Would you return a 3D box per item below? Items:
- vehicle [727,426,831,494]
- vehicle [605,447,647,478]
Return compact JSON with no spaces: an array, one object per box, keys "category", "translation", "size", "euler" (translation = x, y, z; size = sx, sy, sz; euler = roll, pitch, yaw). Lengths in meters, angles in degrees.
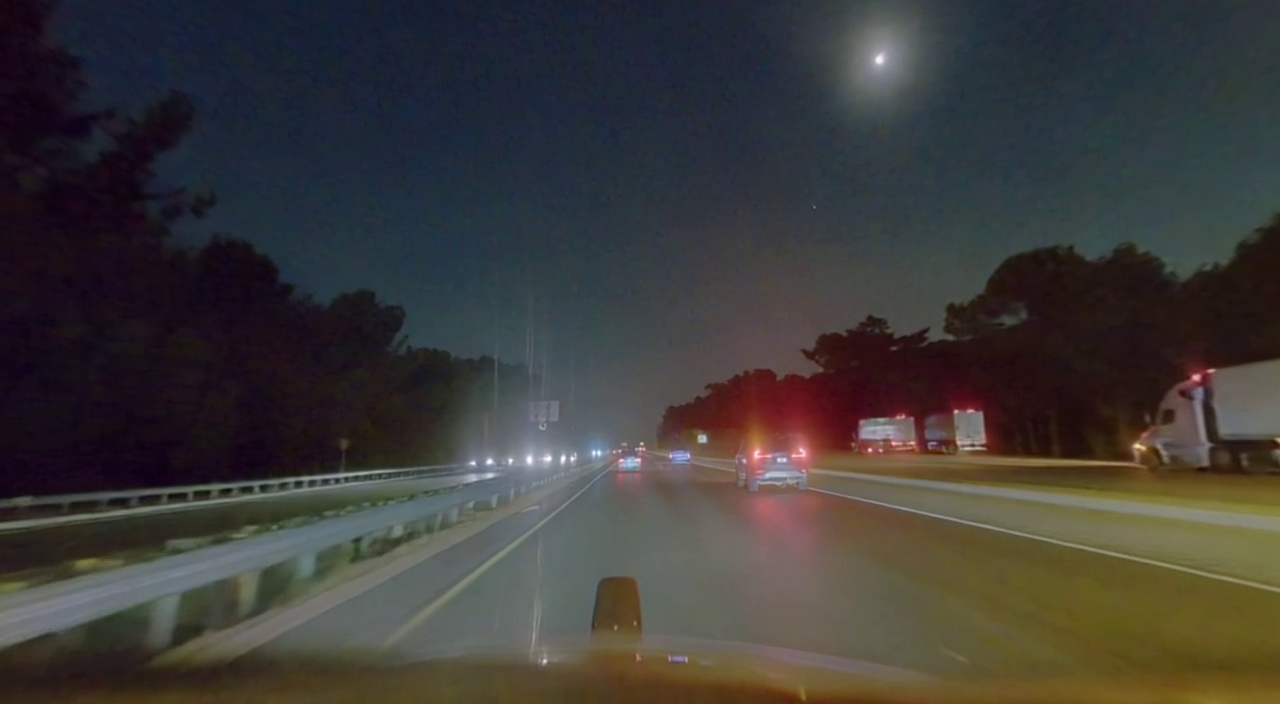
[{"category":"vehicle","translation":[4.383,3.515,20.643],"size":[2.261,1.952,4.784],"euler":[0,-9,-1]},{"category":"vehicle","translation":[-0.696,5.589,31.919],"size":[2.029,1.483,3.769],"euler":[0,-9,-1]}]
